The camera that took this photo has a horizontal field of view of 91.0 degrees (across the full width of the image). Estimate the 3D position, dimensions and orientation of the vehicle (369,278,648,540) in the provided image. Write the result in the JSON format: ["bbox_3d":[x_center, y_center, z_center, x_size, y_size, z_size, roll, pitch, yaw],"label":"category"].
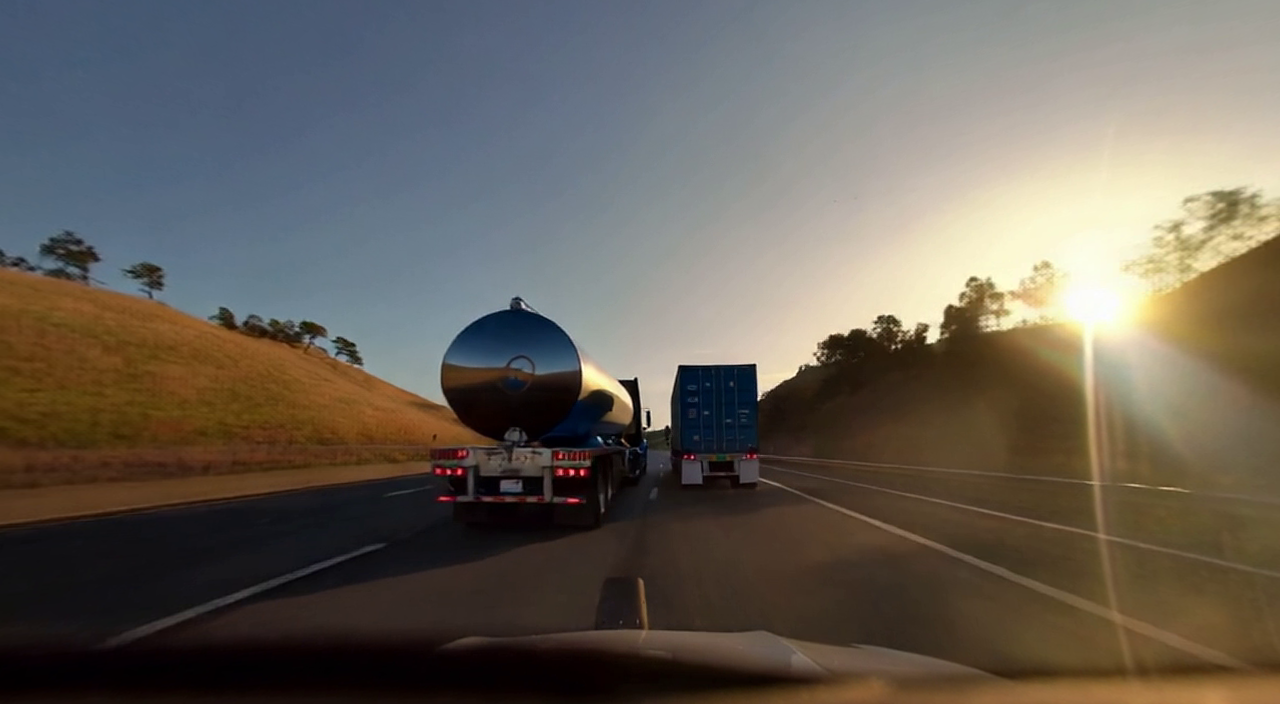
[{"bbox_3d":[-1.713,2.014,17.341,3.267,3.655,17.154,-1,-8,3],"label":"vehicle"}]

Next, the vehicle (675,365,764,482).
[{"bbox_3d":[3.045,3.290,27.488,2.942,4.003,11.297,-1,-8,3],"label":"vehicle"}]
